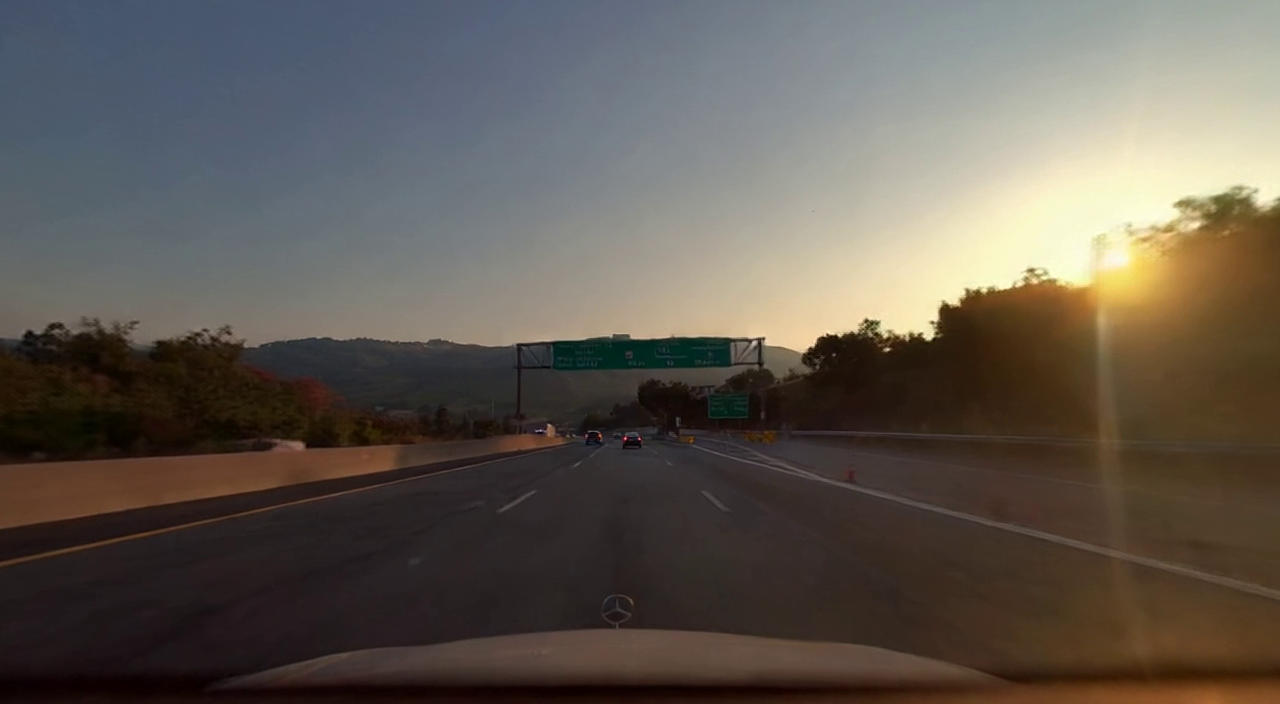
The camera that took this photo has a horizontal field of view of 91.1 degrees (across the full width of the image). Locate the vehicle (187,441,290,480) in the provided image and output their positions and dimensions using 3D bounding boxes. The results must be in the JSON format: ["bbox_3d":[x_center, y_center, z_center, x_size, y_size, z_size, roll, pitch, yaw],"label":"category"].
[{"bbox_3d":[-16.774,4.519,26.504,1.784,1.486,3.920,0,-8,-1],"label":"vehicle"}]
